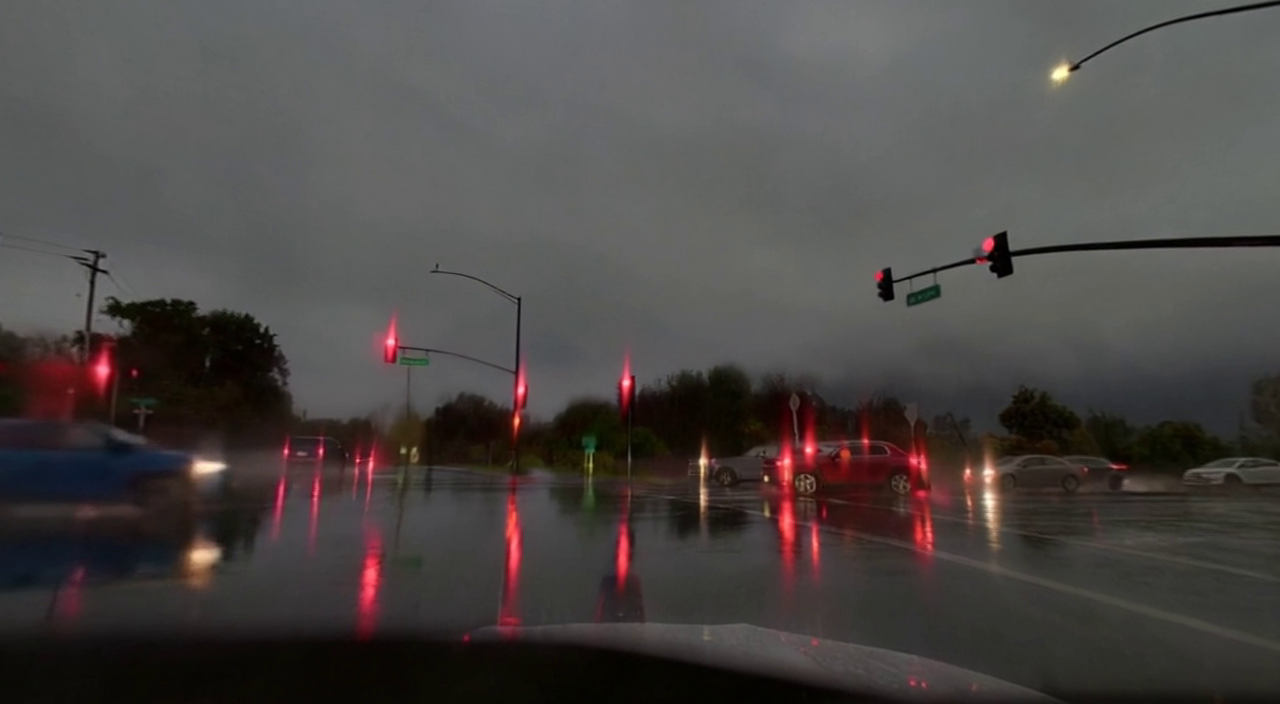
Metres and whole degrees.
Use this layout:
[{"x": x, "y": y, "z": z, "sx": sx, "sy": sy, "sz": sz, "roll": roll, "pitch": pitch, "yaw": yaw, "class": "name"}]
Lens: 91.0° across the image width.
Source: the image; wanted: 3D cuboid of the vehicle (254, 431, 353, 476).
[{"x": -16.396, "y": 4.968, "z": 31.093, "sx": 2.243, "sy": 2.011, "sz": 5.631, "roll": 1, "pitch": -9, "yaw": -6, "class": "vehicle"}]

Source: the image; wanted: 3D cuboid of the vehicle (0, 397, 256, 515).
[{"x": -9.456, "y": 1.723, "z": 10.582, "sx": 4.633, "sy": 1.739, "sz": 2.090, "roll": 3, "pitch": -9, "yaw": -17, "class": "vehicle"}]

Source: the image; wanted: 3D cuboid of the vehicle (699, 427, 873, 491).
[{"x": 5.088, "y": 3.769, "z": 22.217, "sx": 5.535, "sy": 1.896, "sz": 2.170, "roll": 4, "pitch": -9, "yaw": -10, "class": "vehicle"}]

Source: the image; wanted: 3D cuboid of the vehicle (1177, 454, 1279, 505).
[{"x": 24.297, "y": 5.037, "z": 25.092, "sx": 4.322, "sy": 1.522, "sz": 1.795, "roll": -4, "pitch": -9, "yaw": -9, "class": "vehicle"}]

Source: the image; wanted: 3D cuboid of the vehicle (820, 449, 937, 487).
[{"x": 10.643, "y": 5.180, "z": 28.279, "sx": 4.537, "sy": 1.608, "sz": 1.827, "roll": 2, "pitch": -9, "yaw": -8, "class": "vehicle"}]

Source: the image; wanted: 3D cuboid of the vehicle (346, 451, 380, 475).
[{"x": -19.433, "y": 7.728, "z": 44.062, "sx": 1.964, "sy": 1.525, "sz": 4.750, "roll": 4, "pitch": -9, "yaw": -24, "class": "vehicle"}]

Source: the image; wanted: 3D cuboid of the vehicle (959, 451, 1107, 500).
[{"x": 14.882, "y": 4.671, "z": 23.979, "sx": 4.356, "sy": 1.498, "sz": 1.957, "roll": -2, "pitch": -8, "yaw": -7, "class": "vehicle"}]
